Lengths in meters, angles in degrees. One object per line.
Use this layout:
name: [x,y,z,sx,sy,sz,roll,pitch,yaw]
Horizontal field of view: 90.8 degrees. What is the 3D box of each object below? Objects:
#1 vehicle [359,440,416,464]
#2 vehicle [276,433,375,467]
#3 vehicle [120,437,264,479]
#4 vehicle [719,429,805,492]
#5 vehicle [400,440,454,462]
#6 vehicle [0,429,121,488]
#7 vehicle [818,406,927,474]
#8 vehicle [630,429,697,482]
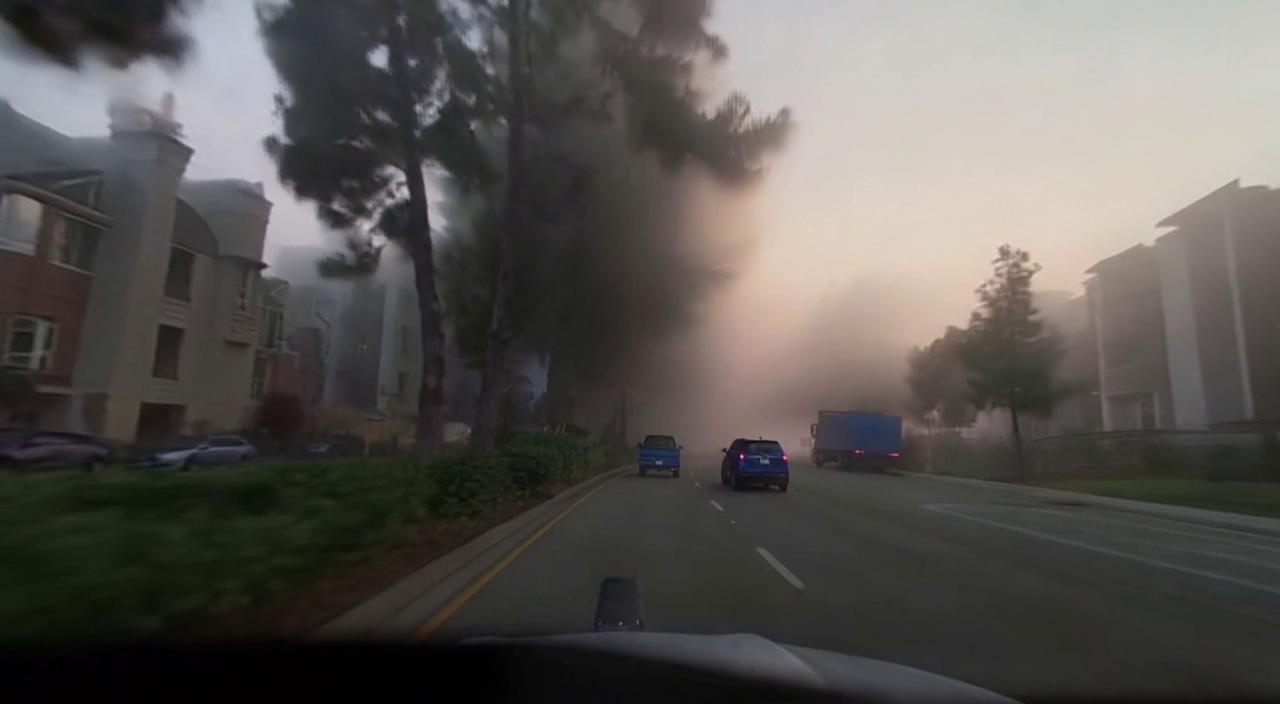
vehicle: [-17.045,6.828,42.937,1.845,1.512,4.316,-2,-10,4]
vehicle: [-17.609,5.619,35.818,2.272,1.746,5.914,-1,-11,4]
vehicle: [-18.008,4.334,25.770,2.008,1.487,5.078,-2,-10,2]
vehicle: [3.835,3.495,20.678,2.033,1.823,4.409,0,-9,1]
vehicle: [-16.362,7.678,48.783,1.951,1.513,5.107,-3,-10,6]
vehicle: [-18.684,3.204,19.062,2.010,1.609,4.549,-1,-9,2]
vehicle: [12.220,4.783,34.045,3.705,3.221,6.779,-1,-9,5]
vehicle: [0.964,4.041,24.923,2.345,1.841,5.032,0,-9,3]
